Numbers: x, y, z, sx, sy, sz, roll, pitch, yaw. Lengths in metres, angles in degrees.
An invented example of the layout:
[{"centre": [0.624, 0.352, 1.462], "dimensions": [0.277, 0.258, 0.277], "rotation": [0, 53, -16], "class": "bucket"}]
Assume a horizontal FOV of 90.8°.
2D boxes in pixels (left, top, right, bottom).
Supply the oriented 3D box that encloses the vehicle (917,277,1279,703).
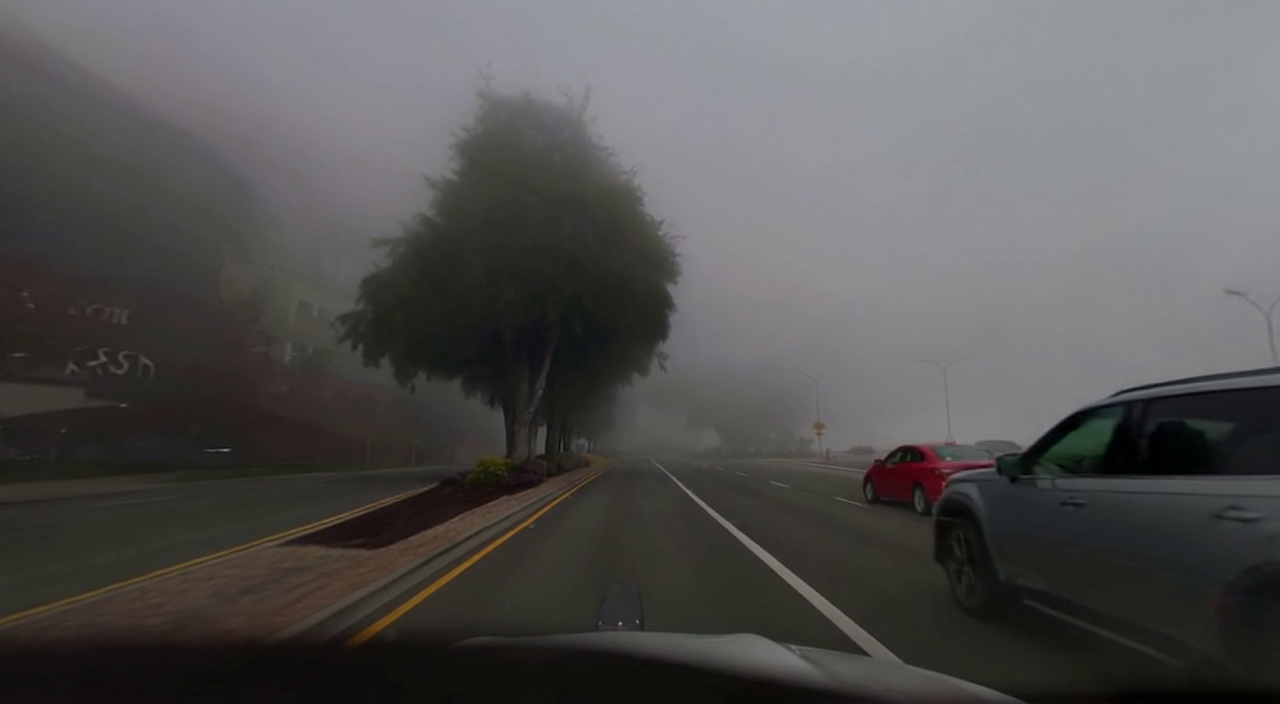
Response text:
[{"centre": [3.772, 0.776, 3.005], "dimensions": [2.505, 1.971, 5.162], "rotation": [0, -9, 0], "class": "vehicle"}]
